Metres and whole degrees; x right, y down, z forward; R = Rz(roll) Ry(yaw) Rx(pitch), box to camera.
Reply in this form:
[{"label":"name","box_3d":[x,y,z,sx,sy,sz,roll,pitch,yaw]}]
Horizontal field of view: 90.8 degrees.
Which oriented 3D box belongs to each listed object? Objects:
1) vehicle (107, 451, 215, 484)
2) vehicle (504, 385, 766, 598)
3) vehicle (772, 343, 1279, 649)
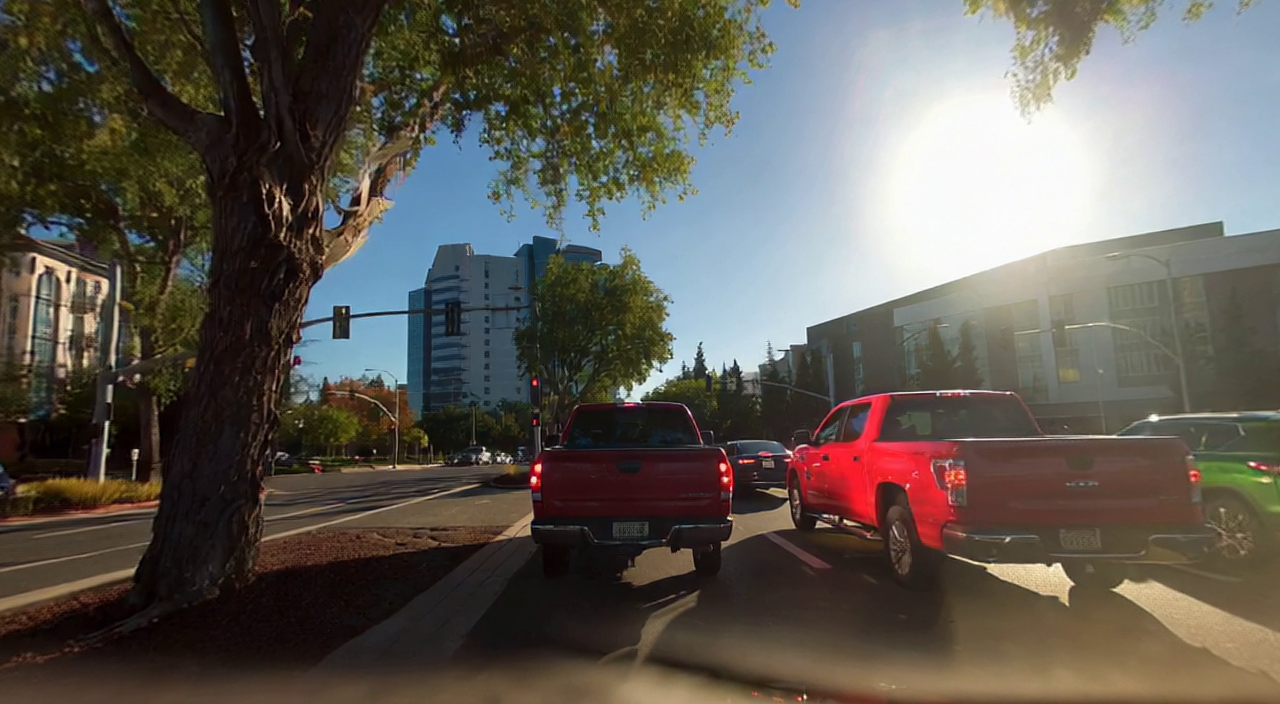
[{"label":"vehicle","box_3d":[-26.374,6.331,35.013,4.437,1.669,1.936,5,-10,-30]},{"label":"vehicle","box_3d":[-0.067,1.572,8.010,2.240,1.821,5.001,0,-9,-1]},{"label":"vehicle","box_3d":[3.319,1.326,6.940,2.412,1.953,5.682,0,-9,-1]}]
